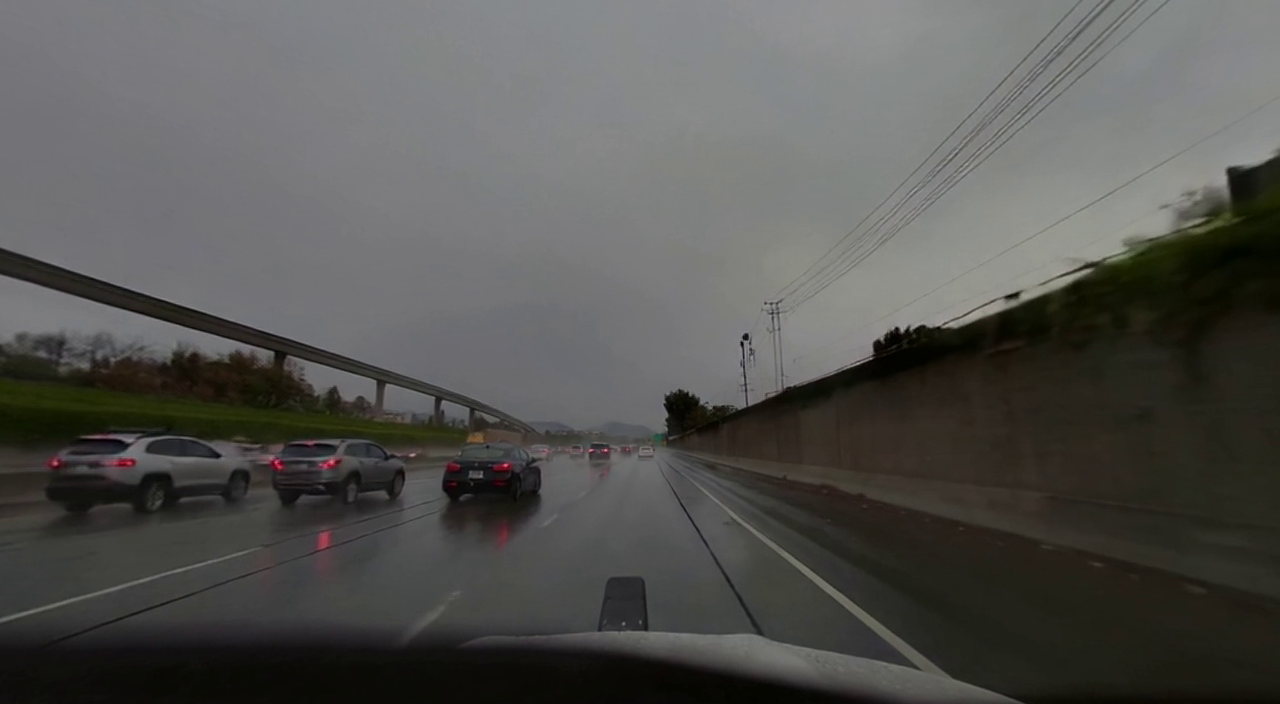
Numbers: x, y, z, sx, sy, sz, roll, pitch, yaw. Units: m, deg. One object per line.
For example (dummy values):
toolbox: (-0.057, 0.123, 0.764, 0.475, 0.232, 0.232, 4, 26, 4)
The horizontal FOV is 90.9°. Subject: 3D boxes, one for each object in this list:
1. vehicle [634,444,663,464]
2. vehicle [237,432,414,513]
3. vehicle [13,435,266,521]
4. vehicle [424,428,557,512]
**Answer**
vehicle: (0.573, 7.574, 46.980, 2.074, 1.465, 3.977, 0, -8, -1)
vehicle: (-7.233, 2.784, 15.100, 1.959, 1.652, 4.170, 0, -8, 1)
vehicle: (-11.055, 2.780, 14.525, 1.951, 1.628, 4.617, 0, -8, 1)
vehicle: (-3.428, 2.787, 15.436, 2.052, 1.731, 4.372, 0, -8, 2)
